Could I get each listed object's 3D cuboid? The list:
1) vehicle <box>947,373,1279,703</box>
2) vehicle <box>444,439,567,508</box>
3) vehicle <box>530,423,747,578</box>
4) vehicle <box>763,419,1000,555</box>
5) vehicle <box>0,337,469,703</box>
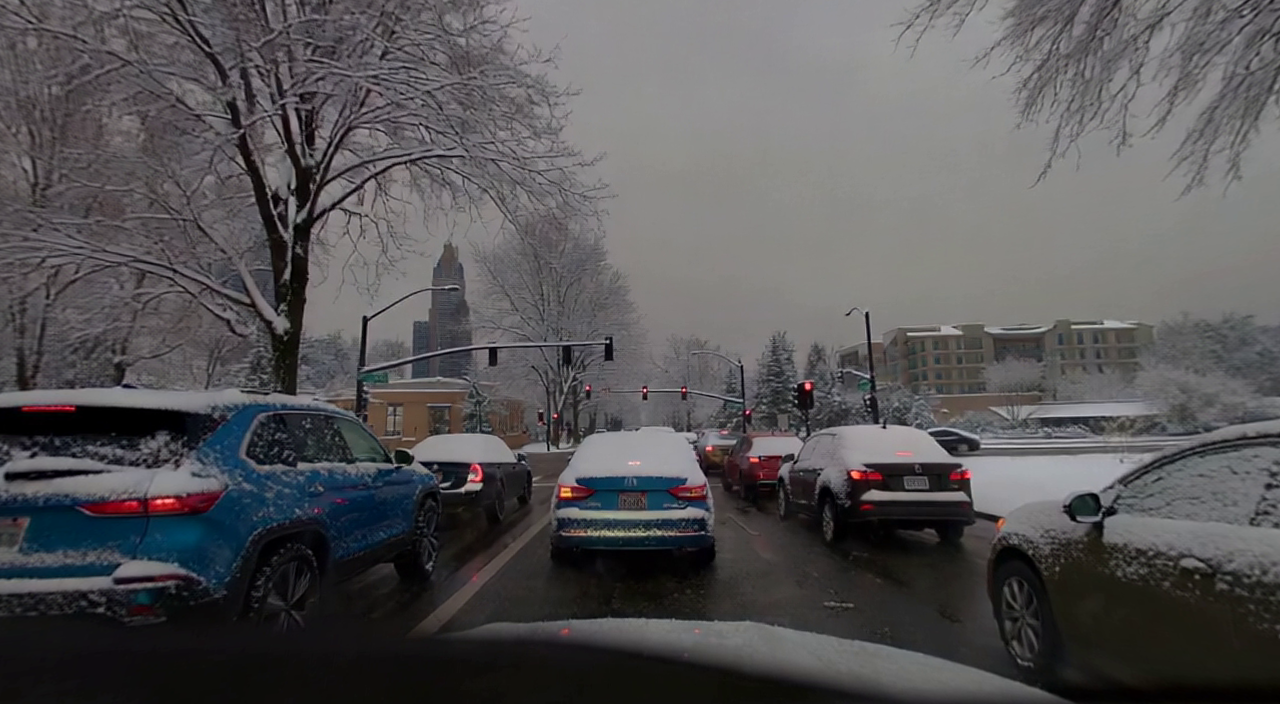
[{"bbox_3d":[3.317,0.948,2.824,1.899,1.588,3.888,0,-8,0],"label":"vehicle"},{"bbox_3d":[-3.063,2.858,15.309,1.975,1.420,4.196,0,-8,1],"label":"vehicle"},{"bbox_3d":[-0.036,1.775,8.319,2.147,1.507,3.953,0,-8,-1],"label":"vehicle"},{"bbox_3d":[3.401,1.990,10.009,2.040,1.647,4.379,0,-8,1],"label":"vehicle"},{"bbox_3d":[-3.147,1.145,5.044,2.168,1.750,4.625,-1,-8,1],"label":"vehicle"}]
